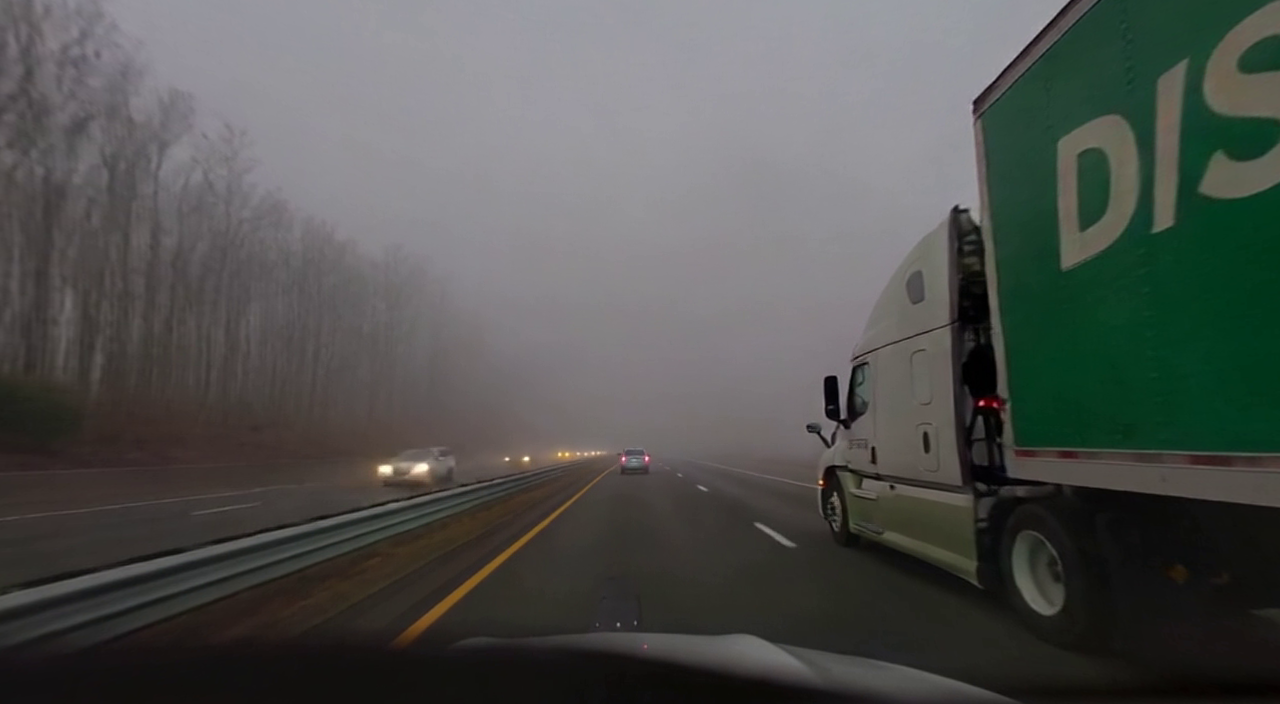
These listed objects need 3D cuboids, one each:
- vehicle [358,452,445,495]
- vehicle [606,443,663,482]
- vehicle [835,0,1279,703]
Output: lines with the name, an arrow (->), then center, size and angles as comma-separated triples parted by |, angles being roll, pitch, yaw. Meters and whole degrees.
vehicle -> -9.245, 4.705, 24.639 | 1.855, 1.512, 3.940 | -1, -9, 0
vehicle -> -0.242, 4.712, 26.899 | 2.244, 1.506, 4.097 | 0, -9, -1
vehicle -> 4.401, -0.575, 1.254 | 3.317, 4.020, 14.141 | 0, -9, -1
